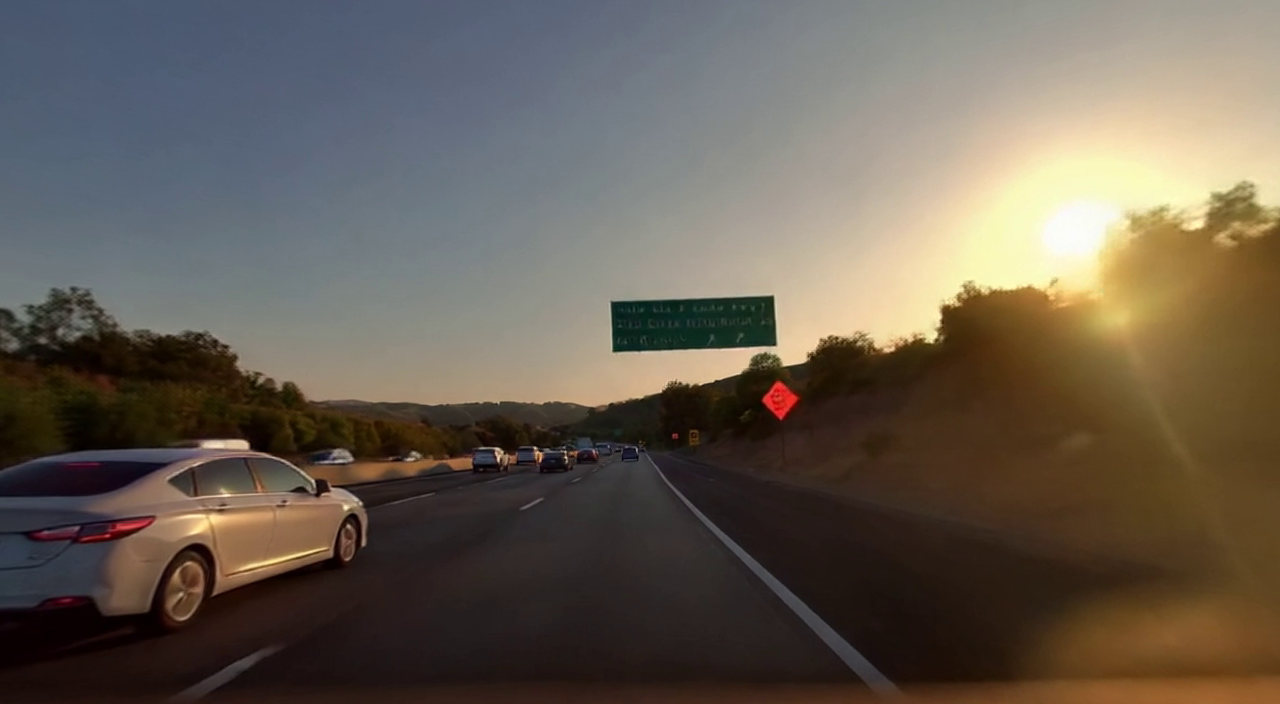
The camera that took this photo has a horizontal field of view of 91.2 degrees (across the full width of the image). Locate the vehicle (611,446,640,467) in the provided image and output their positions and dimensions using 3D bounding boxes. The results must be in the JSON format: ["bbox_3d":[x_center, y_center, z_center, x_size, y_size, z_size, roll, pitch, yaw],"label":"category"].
[{"bbox_3d":[-1.001,7.646,45.907,2.023,1.479,3.718,0,-9,0],"label":"vehicle"}]

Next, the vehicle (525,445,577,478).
[{"bbox_3d":[-4.328,5.400,31.080,1.988,1.477,4.118,0,-9,-1],"label":"vehicle"}]

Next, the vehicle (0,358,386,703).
[{"bbox_3d":[-4.103,1.269,5.206,2.074,1.779,4.588,0,-9,0],"label":"vehicle"}]

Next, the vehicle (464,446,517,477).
[{"bbox_3d":[-7.960,5.839,33.675,1.936,1.516,3.904,0,-9,0],"label":"vehicle"}]
